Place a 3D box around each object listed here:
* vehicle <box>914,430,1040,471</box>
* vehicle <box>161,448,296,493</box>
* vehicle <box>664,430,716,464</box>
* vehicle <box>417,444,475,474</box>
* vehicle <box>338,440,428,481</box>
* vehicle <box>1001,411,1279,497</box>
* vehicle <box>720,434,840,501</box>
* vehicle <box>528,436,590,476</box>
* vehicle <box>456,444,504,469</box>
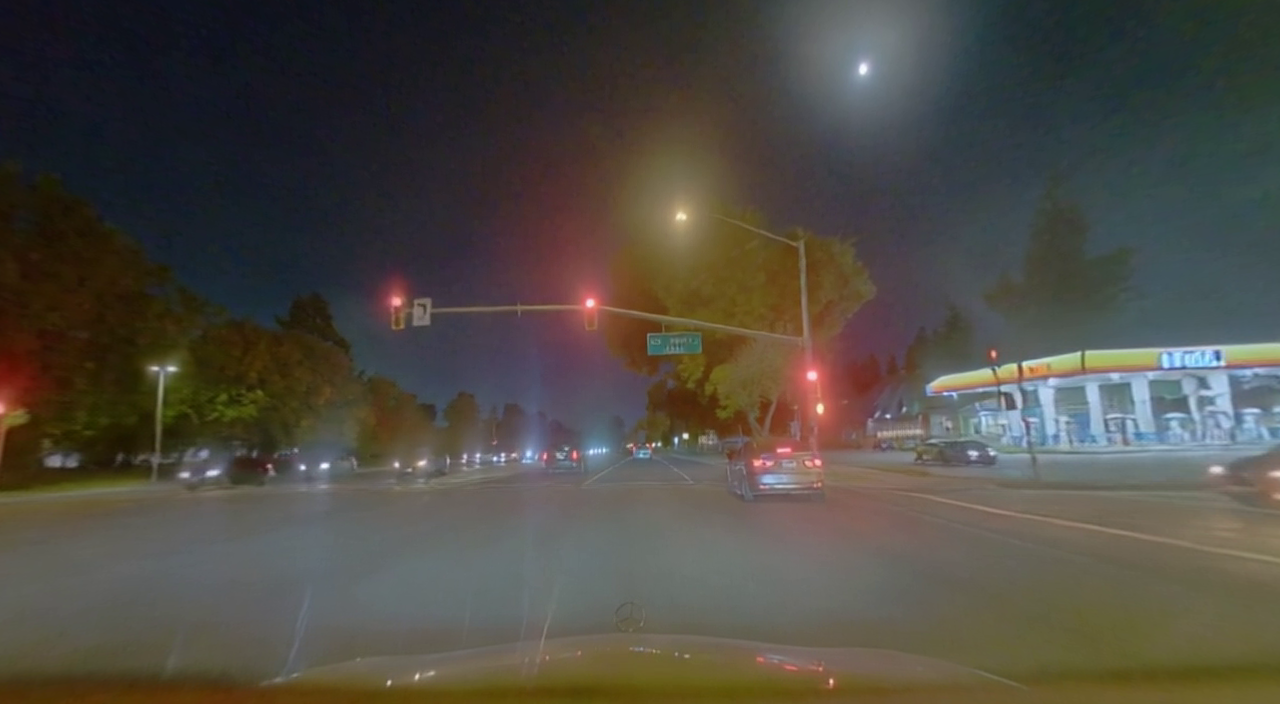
[{"bbox_3d":[17.375,5.078,33.091,2.766,1.917,6.394,0,-7,-4],"label":"vehicle"},{"bbox_3d":[-15.373,4.423,23.902,1.933,1.472,4.500,0,-9,2],"label":"vehicle"},{"bbox_3d":[3.469,6.846,45.467,3.245,2.199,6.295,1,-9,0],"label":"vehicle"},{"bbox_3d":[-11.165,6.155,36.601,1.909,1.467,4.522,-1,-6,0],"label":"vehicle"},{"bbox_3d":[-11.473,4.856,28.555,2.091,1.644,4.645,1,-9,1],"label":"vehicle"},{"bbox_3d":[12.389,2.542,15.851,5.156,1.917,2.308,0,-9,2],"label":"vehicle"},{"bbox_3d":[3.512,3.005,16.835,2.095,1.475,4.686,1,-9,-1],"label":"vehicle"},{"bbox_3d":[-3.718,4.880,29.812,2.250,1.713,4.422,1,-9,1],"label":"vehicle"},{"bbox_3d":[-11.093,7.252,44.030,2.004,1.509,4.932,-1,-6,1],"label":"vehicle"}]
